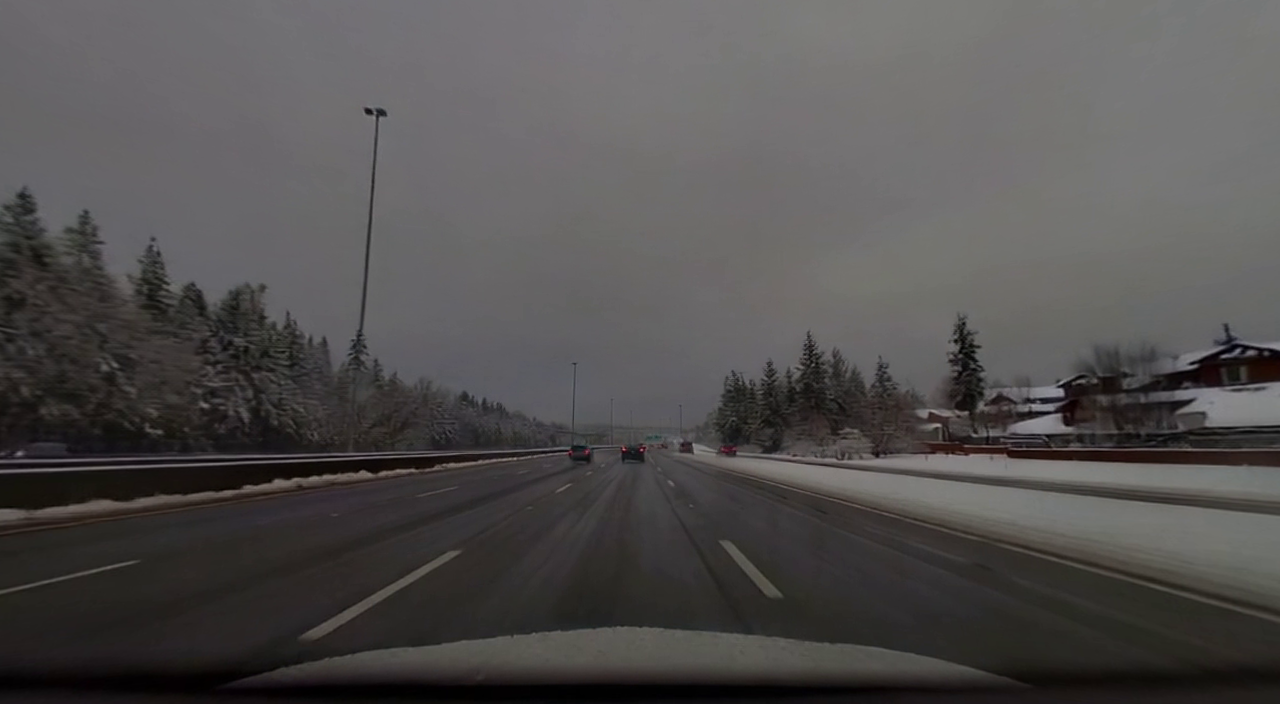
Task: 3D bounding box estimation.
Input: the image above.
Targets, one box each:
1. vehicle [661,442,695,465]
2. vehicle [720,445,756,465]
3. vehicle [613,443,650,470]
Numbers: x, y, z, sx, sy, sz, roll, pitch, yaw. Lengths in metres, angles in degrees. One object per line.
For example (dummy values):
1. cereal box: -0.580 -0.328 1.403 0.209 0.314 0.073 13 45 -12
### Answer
1. vehicle: 2.749 7.481 46.662 2.084 1.624 3.935 0 -9 -2
2. vehicle: 7.452 7.861 48.502 2.009 1.419 3.970 0 -9 -1
3. vehicle: -0.492 6.339 38.576 2.146 1.485 4.332 0 -9 0
